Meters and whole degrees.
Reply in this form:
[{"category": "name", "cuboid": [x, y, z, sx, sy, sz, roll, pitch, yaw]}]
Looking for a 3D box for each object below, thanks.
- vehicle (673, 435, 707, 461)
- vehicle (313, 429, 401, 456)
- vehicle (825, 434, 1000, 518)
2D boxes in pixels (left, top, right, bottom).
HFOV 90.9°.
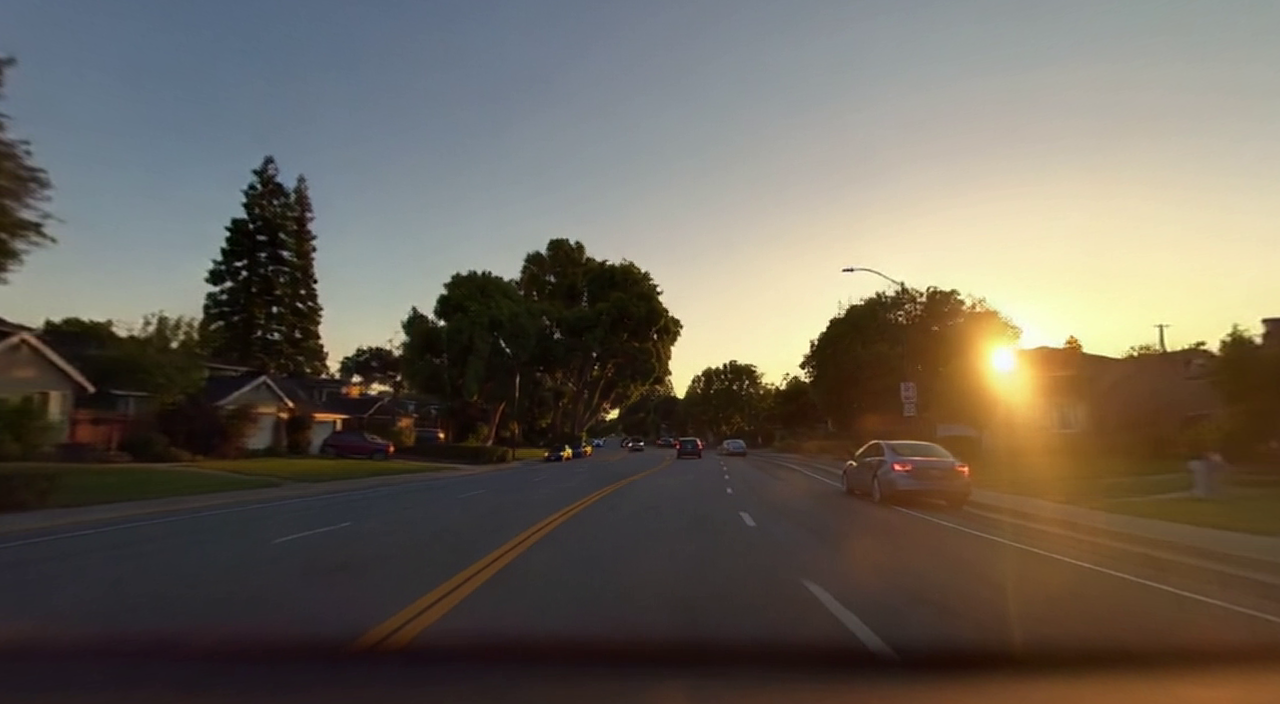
[{"category": "vehicle", "cuboid": [3.380, 6.588, 43.135, 2.106, 1.667, 4.367, 0, -8, 2]}, {"category": "vehicle", "cuboid": [-16.849, 5.417, 37.632, 4.377, 1.570, 1.871, -1, -8, 4]}, {"category": "vehicle", "cuboid": [5.608, 2.584, 13.686, 1.934, 1.506, 4.282, 0, -8, 1]}]
